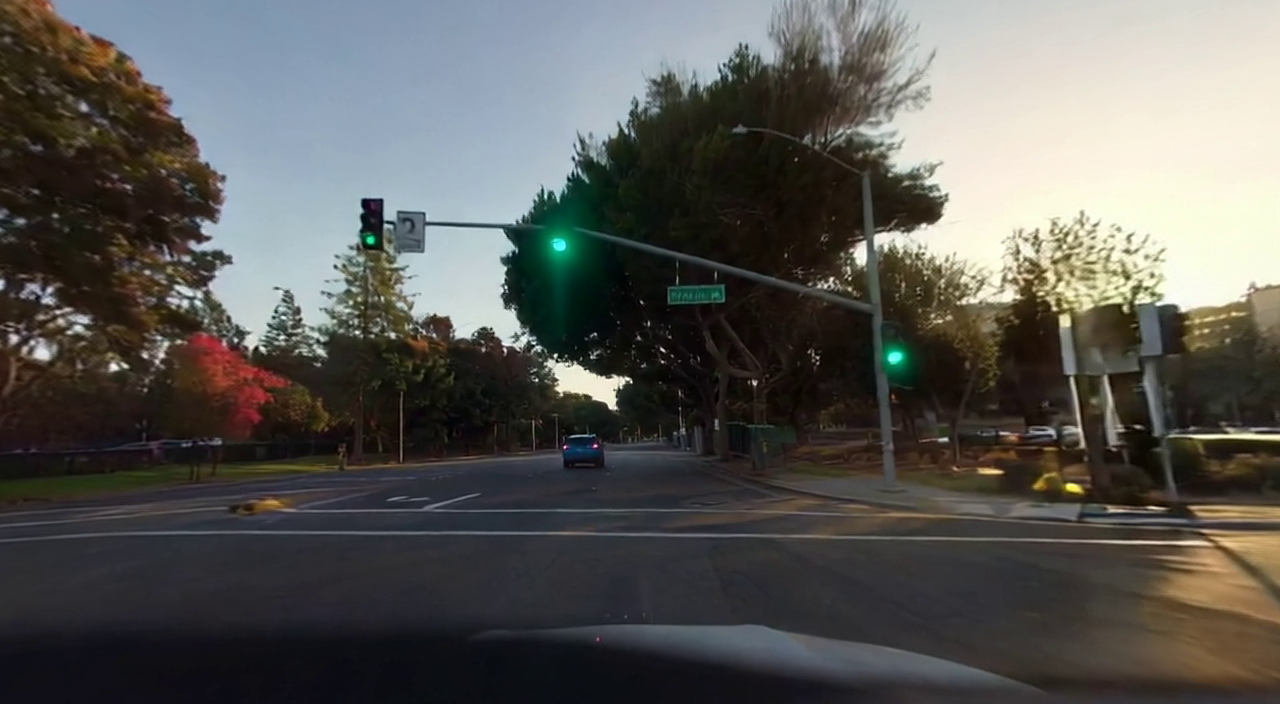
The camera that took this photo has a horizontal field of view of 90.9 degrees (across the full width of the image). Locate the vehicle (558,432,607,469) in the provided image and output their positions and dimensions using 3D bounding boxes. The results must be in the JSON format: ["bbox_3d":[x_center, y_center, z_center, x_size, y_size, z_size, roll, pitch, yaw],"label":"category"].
[{"bbox_3d":[-2.942,5.146,33.108,2.123,1.799,4.425,0,-8,1],"label":"vehicle"}]
